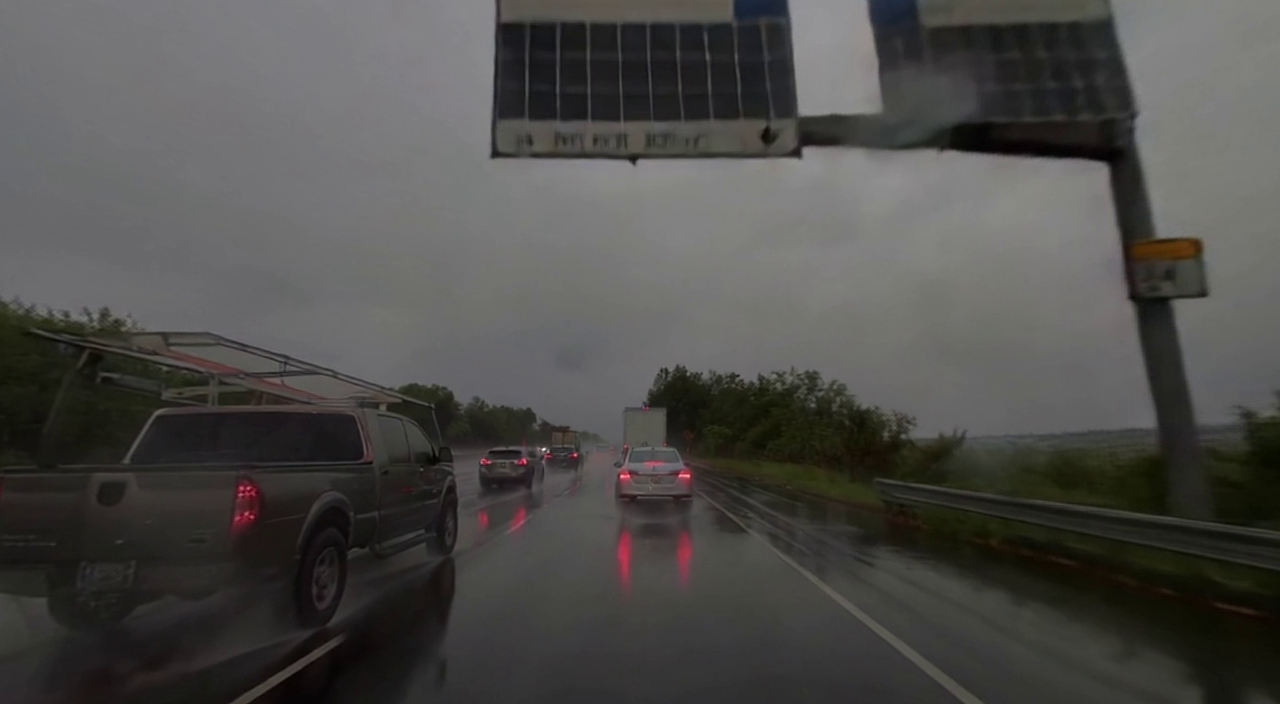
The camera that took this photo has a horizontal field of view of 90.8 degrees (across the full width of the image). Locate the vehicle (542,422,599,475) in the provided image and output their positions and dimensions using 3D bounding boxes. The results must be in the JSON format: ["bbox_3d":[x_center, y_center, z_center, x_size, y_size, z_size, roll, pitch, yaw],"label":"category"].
[{"bbox_3d":[-3.668,5.322,34.697,2.290,2.613,5.975,0,-9,2],"label":"vehicle"}]

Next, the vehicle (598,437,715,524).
[{"bbox_3d":[0.268,2.545,12.960,2.063,1.507,3.488,0,-9,-1],"label":"vehicle"}]

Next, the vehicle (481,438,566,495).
[{"bbox_3d":[-3.649,3.648,20.433,1.963,1.627,3.849,0,-9,1],"label":"vehicle"}]

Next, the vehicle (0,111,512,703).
[{"bbox_3d":[-3.019,0.874,5.742,2.289,2.757,6.726,0,-9,0],"label":"vehicle"}]
